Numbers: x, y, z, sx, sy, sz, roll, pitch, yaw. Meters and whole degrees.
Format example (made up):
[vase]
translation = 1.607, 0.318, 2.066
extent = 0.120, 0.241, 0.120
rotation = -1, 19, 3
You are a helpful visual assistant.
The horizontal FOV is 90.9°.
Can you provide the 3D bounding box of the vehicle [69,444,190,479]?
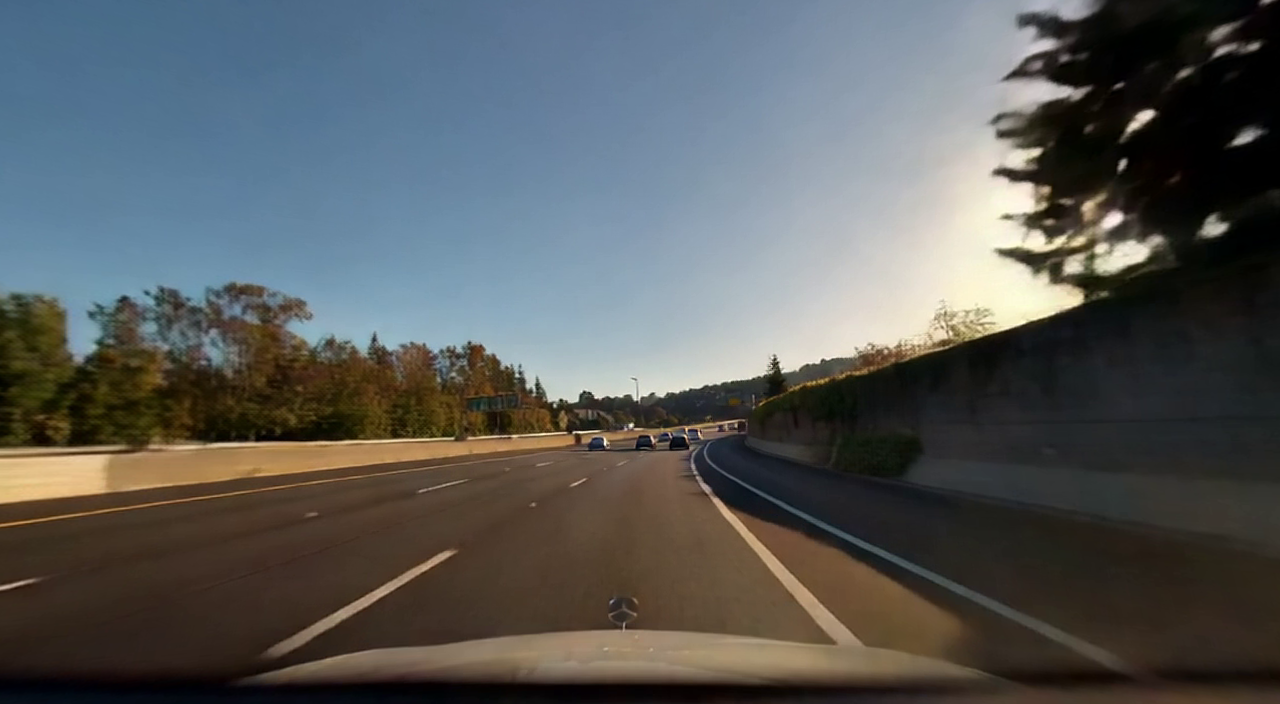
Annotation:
[vehicle]
translation = -24.637, 5.255, 30.684
extent = 1.857, 1.523, 4.621
rotation = 0, -8, 3
